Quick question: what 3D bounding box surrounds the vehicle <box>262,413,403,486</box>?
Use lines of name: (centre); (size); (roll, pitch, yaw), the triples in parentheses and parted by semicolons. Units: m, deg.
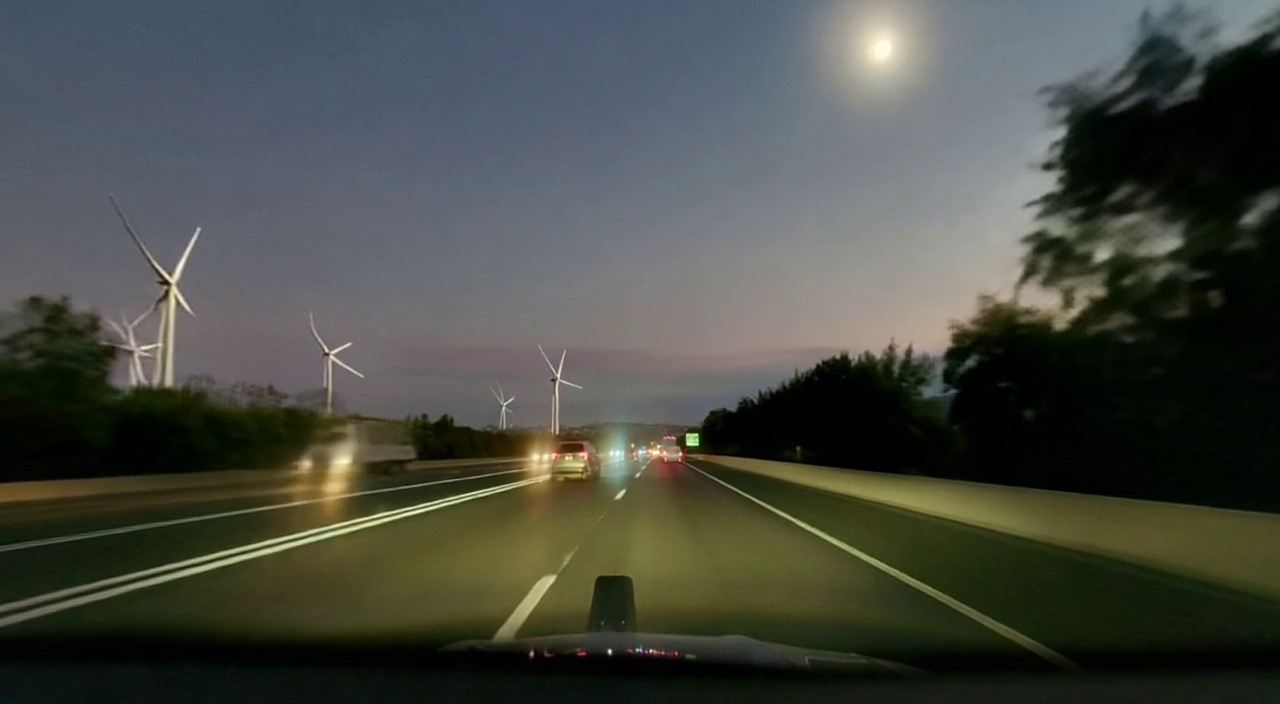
vehicle: (-14.849, 4.874, 31.348); (2.706, 3.119, 8.054); (-1, -9, 2)

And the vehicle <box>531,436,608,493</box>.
vehicle: (-2.278, 3.786, 21.420); (2.038, 1.723, 4.150); (-1, -9, 1)
